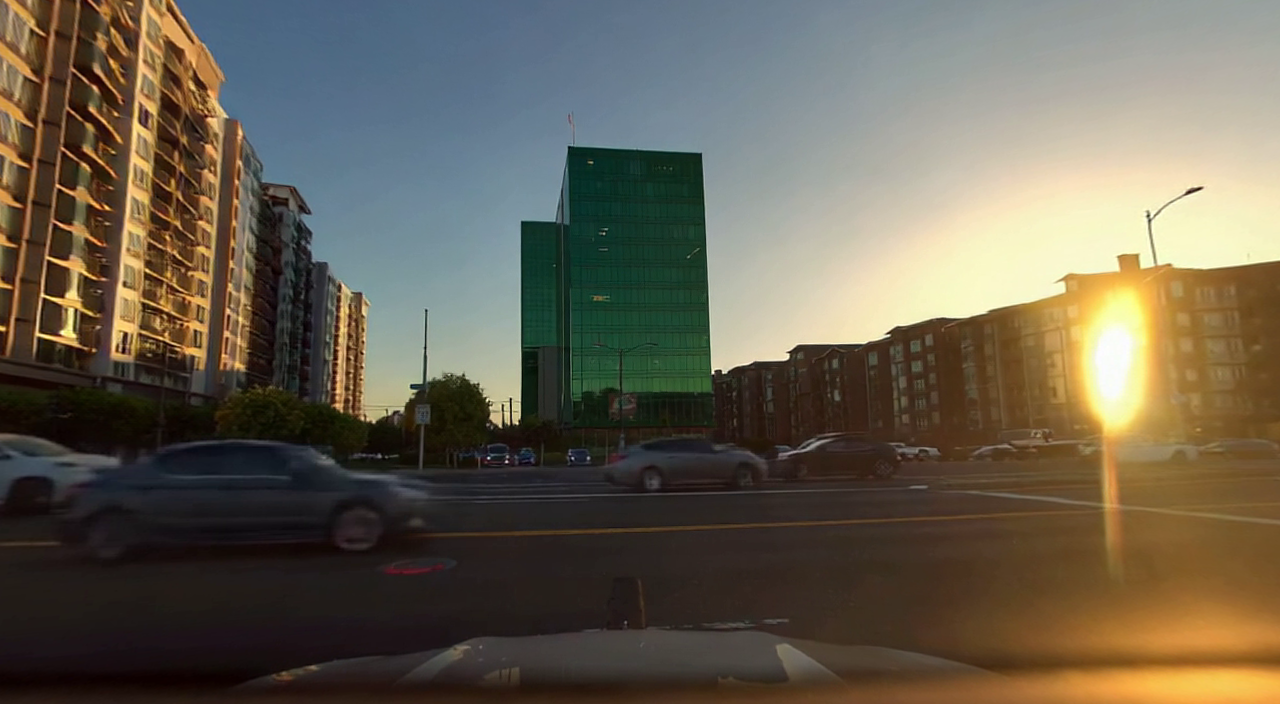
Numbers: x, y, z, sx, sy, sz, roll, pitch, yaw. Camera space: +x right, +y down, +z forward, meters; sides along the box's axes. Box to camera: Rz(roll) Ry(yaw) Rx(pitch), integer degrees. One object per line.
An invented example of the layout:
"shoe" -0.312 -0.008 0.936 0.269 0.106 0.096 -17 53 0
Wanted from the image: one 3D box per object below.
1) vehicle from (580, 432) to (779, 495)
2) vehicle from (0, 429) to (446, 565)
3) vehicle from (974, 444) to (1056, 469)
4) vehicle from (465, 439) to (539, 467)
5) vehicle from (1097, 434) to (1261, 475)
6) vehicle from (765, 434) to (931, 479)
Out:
"vehicle" 0.923 2.850 16.375 4.818 1.470 1.989 1 -9 -9
"vehicle" -5.244 1.849 8.579 4.685 1.528 2.014 1 -9 -9
"vehicle" 25.285 7.042 42.549 4.604 1.600 1.875 2 -9 -11
"vehicle" -10.173 7.463 46.560 4.920 1.956 1.865 -2 -9 15
"vehicle" 20.631 3.918 24.211 4.921 1.453 1.894 1 -9 -8
"vehicle" 7.347 3.698 22.466 5.371 1.488 1.763 1 -9 -10
